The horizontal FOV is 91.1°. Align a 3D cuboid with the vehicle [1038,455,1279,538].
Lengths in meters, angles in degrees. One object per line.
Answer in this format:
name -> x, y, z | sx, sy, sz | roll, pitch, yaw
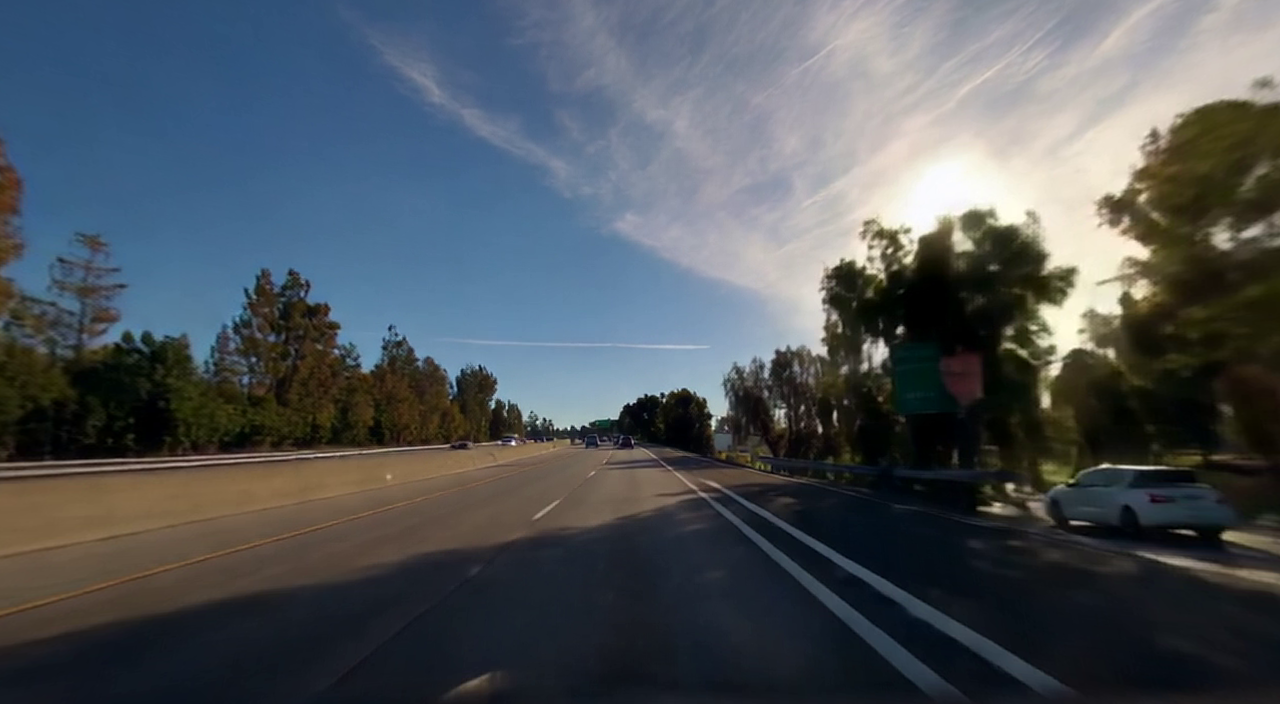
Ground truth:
vehicle -> 11.727, 3.278, 14.665 | 2.037, 1.487, 4.962 | 1, -11, 6
